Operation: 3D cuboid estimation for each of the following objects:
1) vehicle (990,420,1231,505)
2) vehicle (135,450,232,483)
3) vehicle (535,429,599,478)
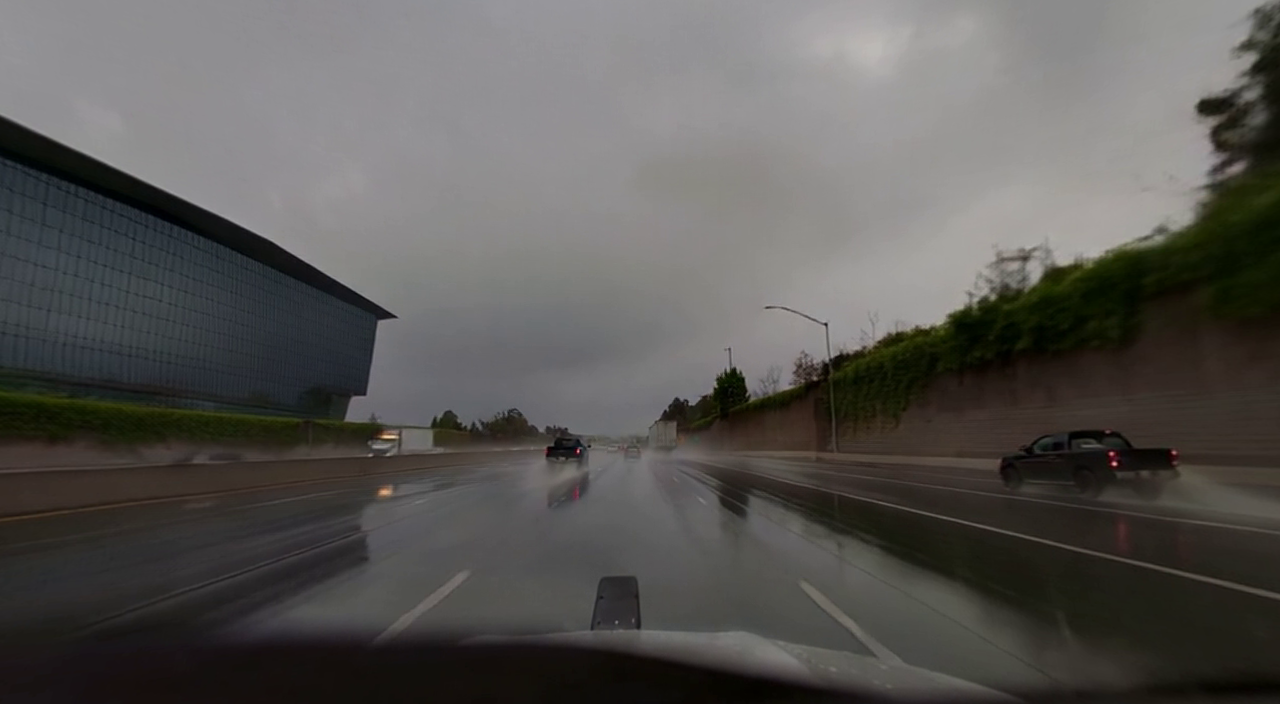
[{"bbox_3d":[11.439,2.741,16.023,2.089,1.787,5.080,0,-9,-1],"label":"vehicle"},{"bbox_3d":[-20.266,5.062,28.214,1.645,1.381,3.550,0,-9,0],"label":"vehicle"},{"bbox_3d":[-3.220,4.665,29.242,2.284,2.022,5.752,0,-9,0],"label":"vehicle"}]
